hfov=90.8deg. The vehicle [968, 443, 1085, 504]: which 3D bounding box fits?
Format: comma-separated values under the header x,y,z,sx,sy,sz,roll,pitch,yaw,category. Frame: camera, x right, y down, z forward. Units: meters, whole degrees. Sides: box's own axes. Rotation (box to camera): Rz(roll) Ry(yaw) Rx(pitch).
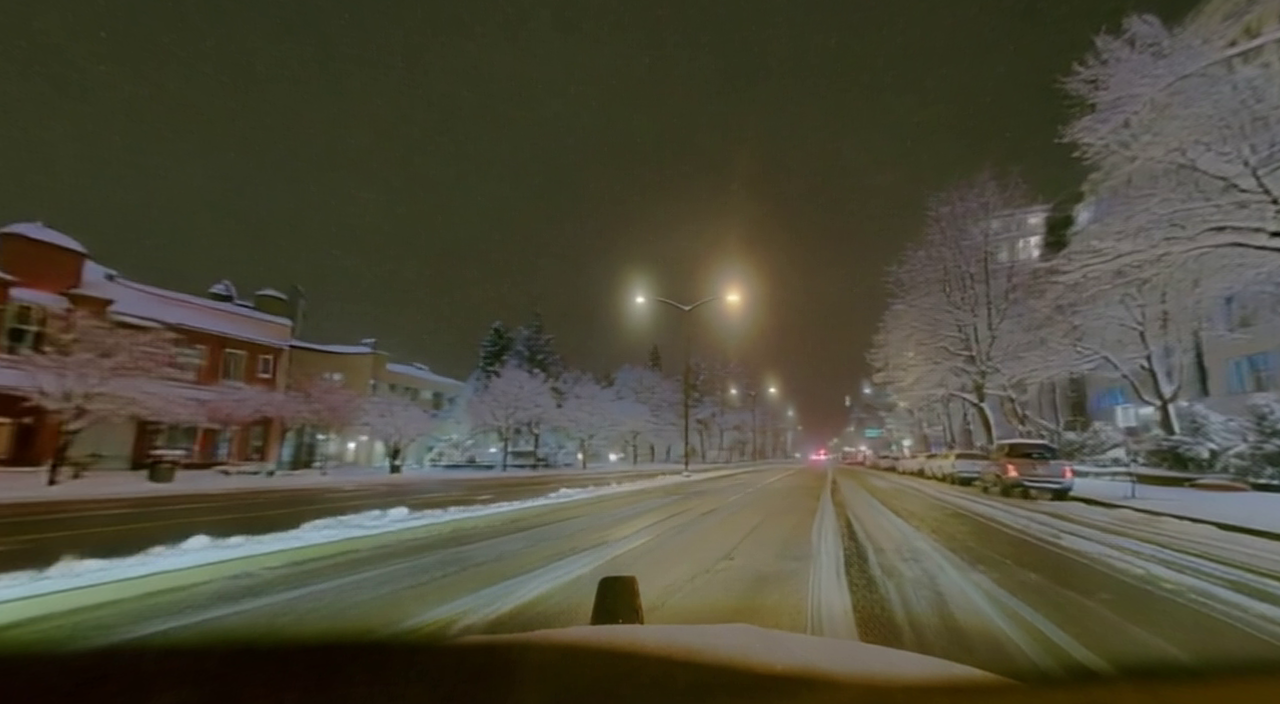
x,y,z,sx,sy,sz,roll,pitch,yaw,category
13.128,4.077,21.836,2.152,1.869,4.476,-2,-8,14,vehicle
